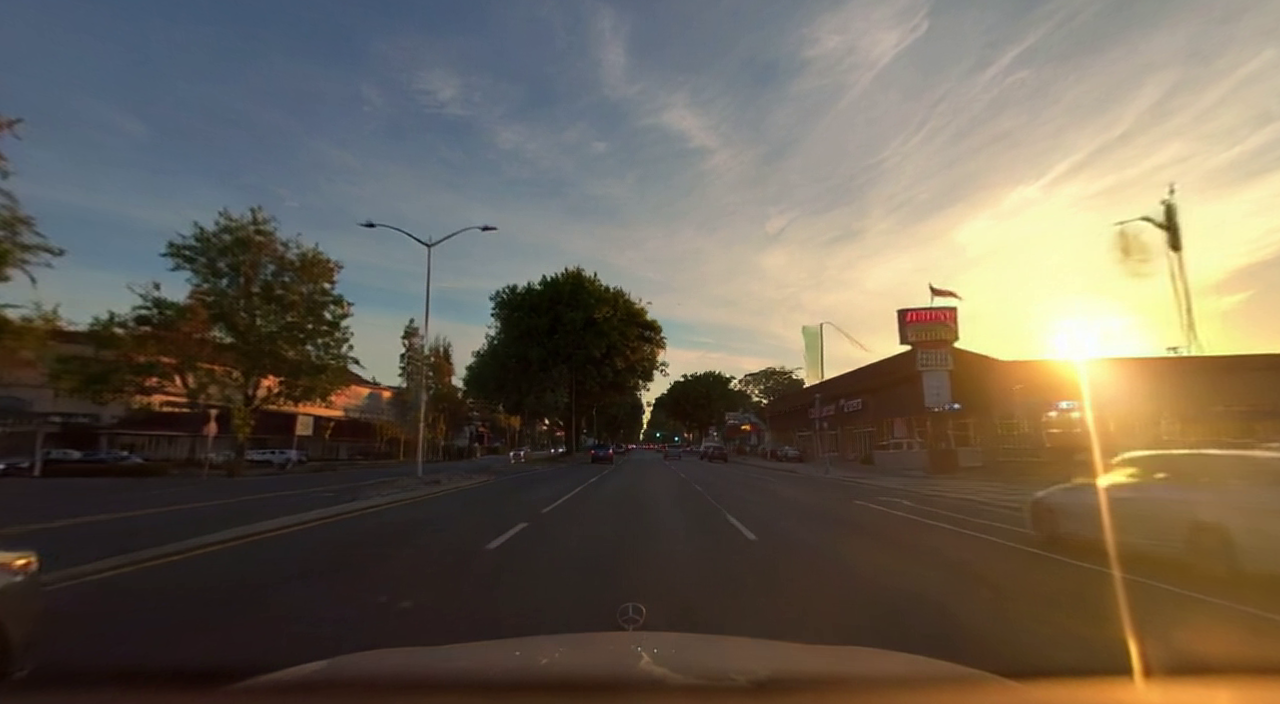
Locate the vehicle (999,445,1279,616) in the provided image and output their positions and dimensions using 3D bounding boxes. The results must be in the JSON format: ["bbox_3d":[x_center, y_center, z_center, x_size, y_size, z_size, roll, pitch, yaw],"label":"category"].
[{"bbox_3d":[6.607,1.873,7.602,1.923,1.482,4.558,0,-8,1],"label":"vehicle"}]

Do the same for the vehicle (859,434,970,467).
[{"bbox_3d":[16.129,5.879,37.341,1.691,1.670,5.790,8,-14,-39],"label":"vehicle"}]

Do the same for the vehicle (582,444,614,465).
[{"bbox_3d":[-3.034,7.541,46.549,2.005,1.446,4.265,0,-8,1],"label":"vehicle"}]
